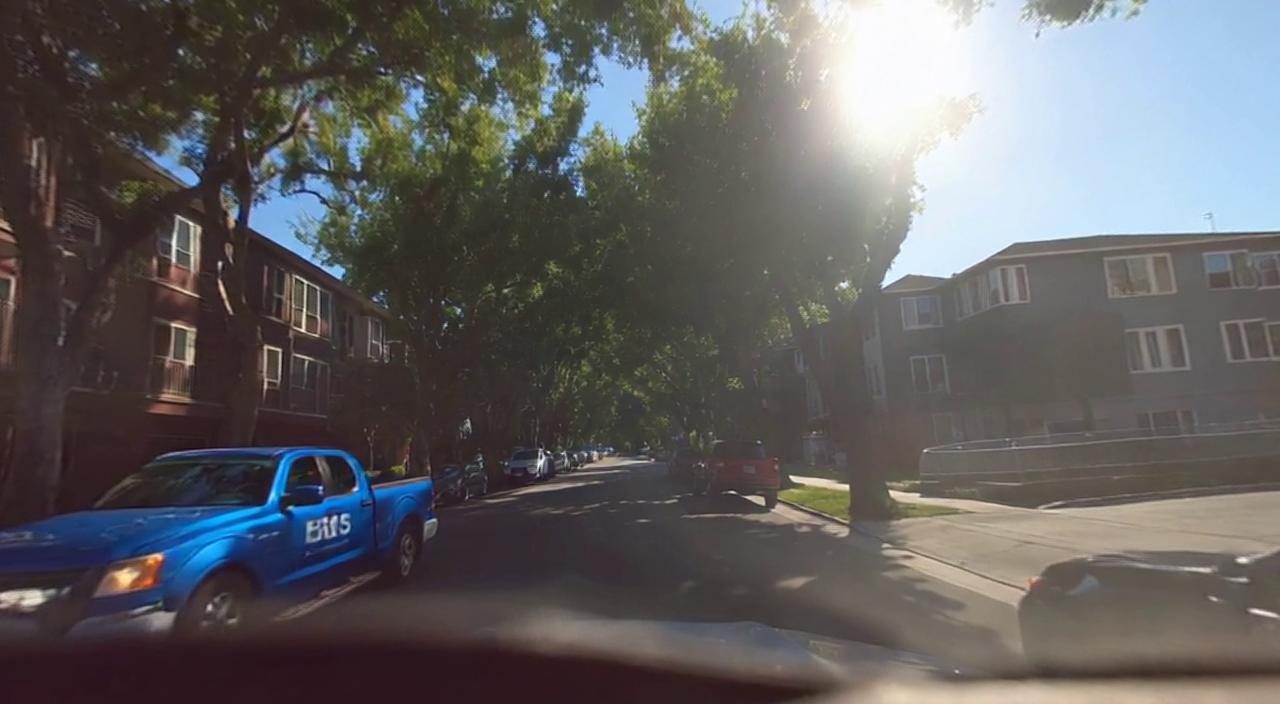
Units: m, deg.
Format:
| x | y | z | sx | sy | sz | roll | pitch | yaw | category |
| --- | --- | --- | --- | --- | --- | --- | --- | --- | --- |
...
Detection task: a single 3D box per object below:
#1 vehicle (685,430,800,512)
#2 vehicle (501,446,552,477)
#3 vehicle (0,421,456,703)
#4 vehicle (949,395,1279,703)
| x | y | z | sx | sy | sz | roll | pitch | yaw | category |
| --- | --- | --- | --- | --- | --- | --- | --- | --- | --- |
| 2.254 | 2.737 | 14.991 | 1.878 | 1.664 | 4.033 | 0 | -8 | -2 | vehicle |
| -6.254 | 6.050 | 35.348 | 1.959 | 1.490 | 4.361 | 0 | -7 | 1 | vehicle |
| -3.193 | 1.401 | 5.050 | 1.966 | 1.515 | 4.394 | -1 | -8 | 2 | vehicle |
| 2.600 | 0.737 | 0.815 | 1.845 | 1.479 | 4.727 | 0 | -8 | -2 | vehicle |
